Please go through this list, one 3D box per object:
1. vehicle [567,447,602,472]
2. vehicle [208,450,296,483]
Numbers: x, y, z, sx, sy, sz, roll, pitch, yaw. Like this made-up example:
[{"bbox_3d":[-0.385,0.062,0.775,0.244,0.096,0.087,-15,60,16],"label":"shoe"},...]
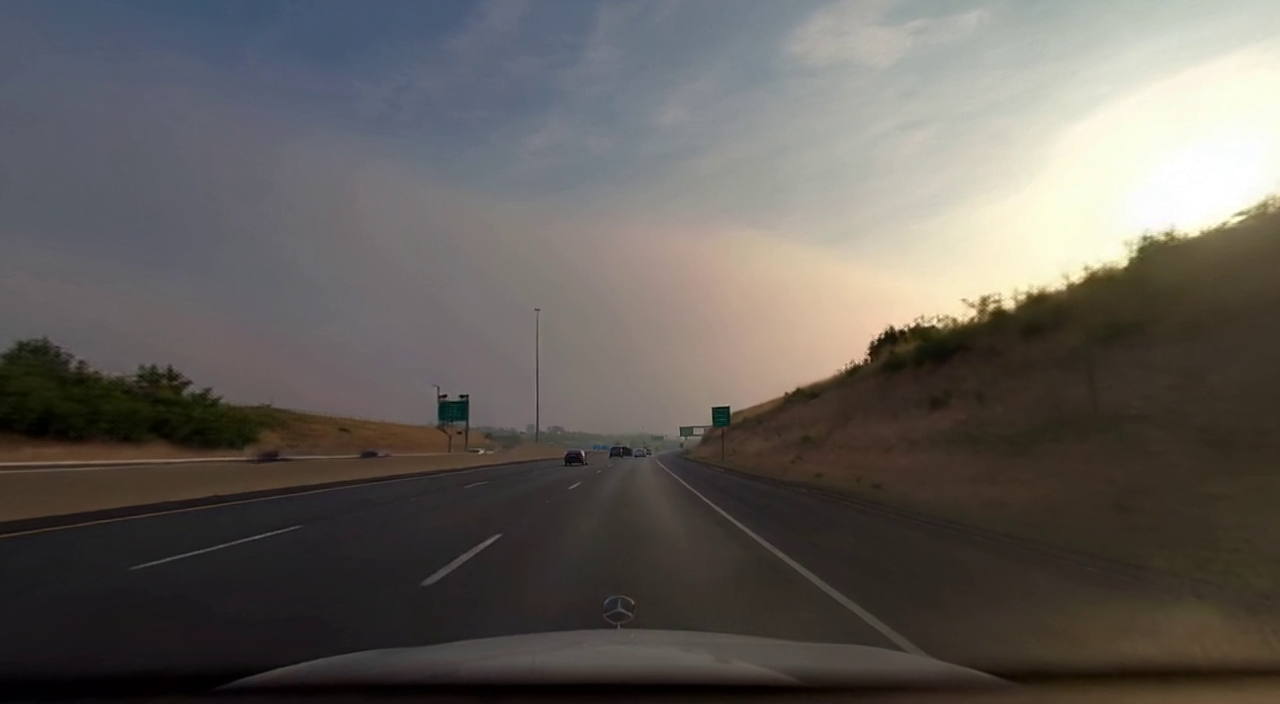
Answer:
[{"bbox_3d":[-3.486,6.827,40.075,1.895,1.482,3.852,0,-9,0],"label":"vehicle"},{"bbox_3d":[-19.275,5.655,31.348,1.802,1.516,4.049,0,-9,0],"label":"vehicle"}]
